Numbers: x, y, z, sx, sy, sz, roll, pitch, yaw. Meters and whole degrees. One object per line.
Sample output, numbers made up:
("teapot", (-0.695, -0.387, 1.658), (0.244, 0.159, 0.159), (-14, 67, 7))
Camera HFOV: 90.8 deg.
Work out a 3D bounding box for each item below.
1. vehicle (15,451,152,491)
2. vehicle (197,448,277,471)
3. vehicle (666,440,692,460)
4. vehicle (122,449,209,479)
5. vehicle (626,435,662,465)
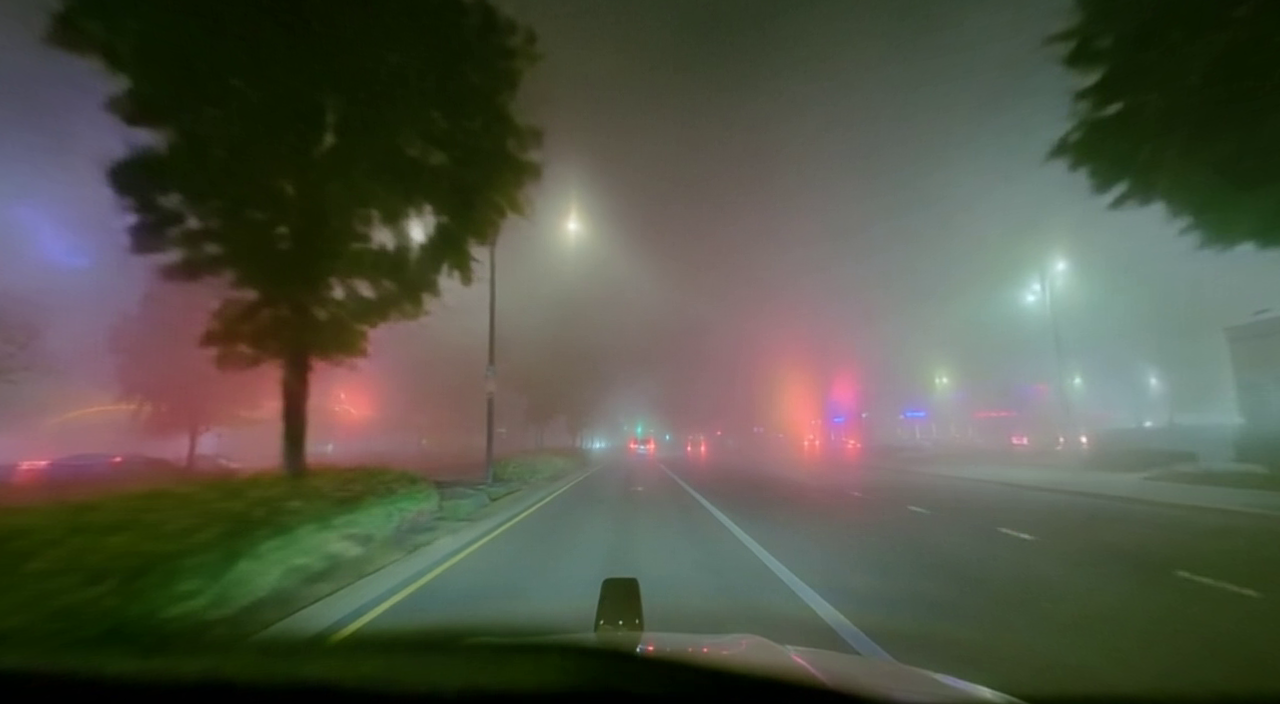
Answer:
("vehicle", (-25.739, 5.465, 29.514), (2.051, 1.644, 4.674), (0, -8, 1))
("vehicle", (-30.216, 8.067, 47.458), (4.621, 1.670, 1.895), (0, -8, 0))
("vehicle", (2.934, 7.498, 48.419), (1.685, 1.441, 3.795), (0, -8, -1))
("vehicle", (-28.701, 6.778, 38.403), (1.990, 1.662, 4.352), (0, -8, -2))
("vehicle", (0.220, 5.958, 38.616), (2.100, 1.683, 4.231), (0, -8, 0))
